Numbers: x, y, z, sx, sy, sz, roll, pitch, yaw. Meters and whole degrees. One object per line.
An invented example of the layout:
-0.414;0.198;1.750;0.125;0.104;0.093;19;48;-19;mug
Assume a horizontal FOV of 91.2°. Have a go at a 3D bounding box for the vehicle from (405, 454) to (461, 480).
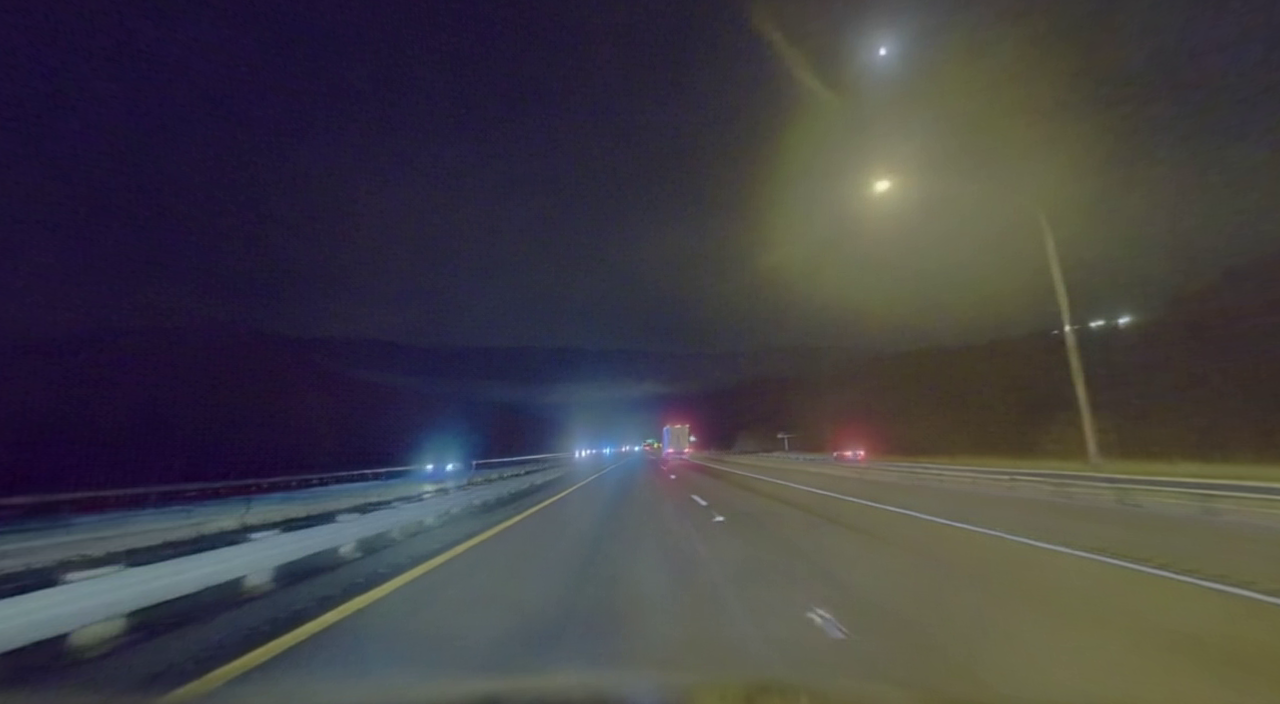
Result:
-13.233;7.339;40.390;1.880;1.514;4.697;-1;-9;1;vehicle
